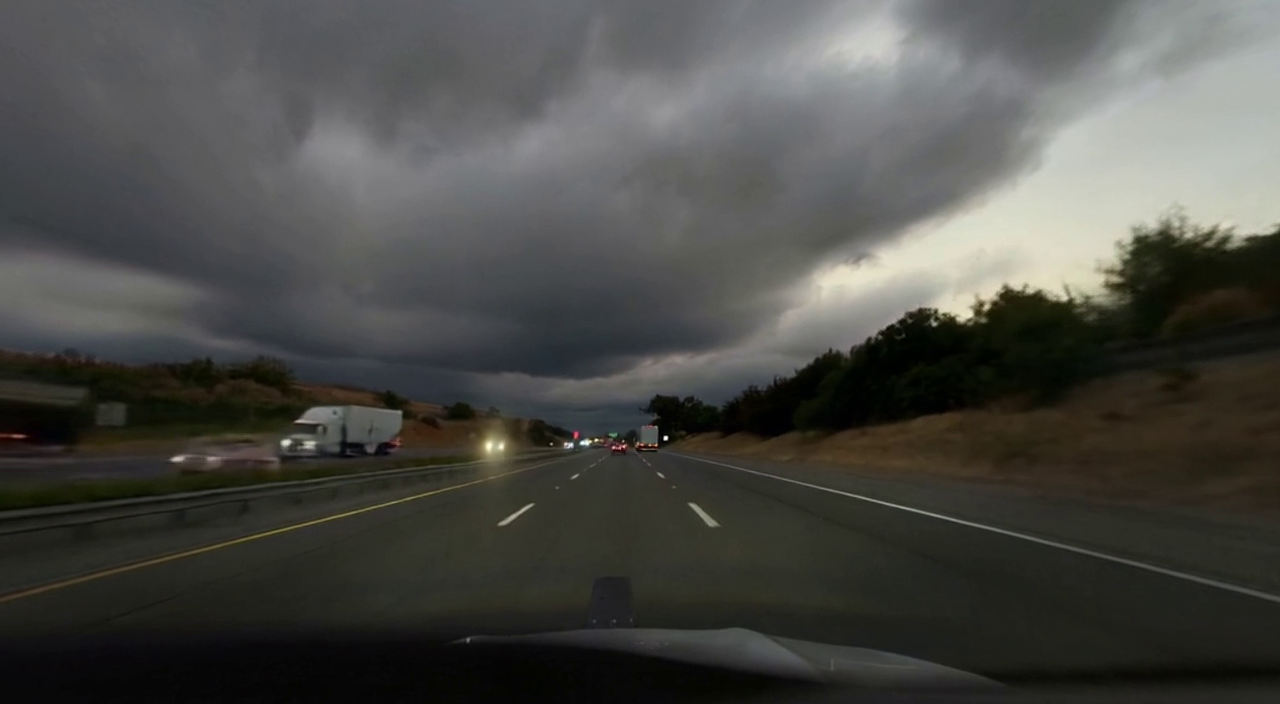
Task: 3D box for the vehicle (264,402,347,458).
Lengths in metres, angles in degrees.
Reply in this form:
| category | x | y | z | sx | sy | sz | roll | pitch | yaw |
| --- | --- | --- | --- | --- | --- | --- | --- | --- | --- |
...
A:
| category | x | y | z | sx | sy | sz | roll | pitch | yaw |
| --- | --- | --- | --- | --- | --- | --- | --- | --- | --- |
| vehicle | -25.083 | 5.919 | 47.522 | 2.960 | 3.943 | 5.922 | 0 | -8 | -1 |
